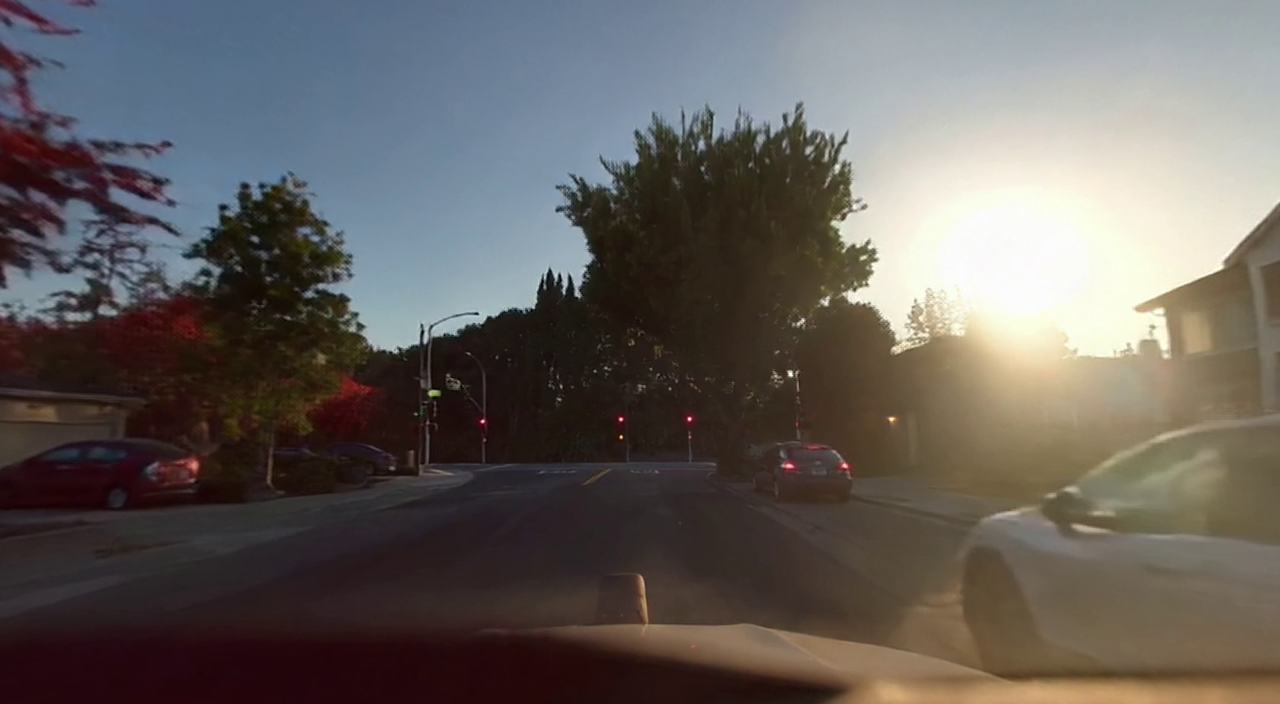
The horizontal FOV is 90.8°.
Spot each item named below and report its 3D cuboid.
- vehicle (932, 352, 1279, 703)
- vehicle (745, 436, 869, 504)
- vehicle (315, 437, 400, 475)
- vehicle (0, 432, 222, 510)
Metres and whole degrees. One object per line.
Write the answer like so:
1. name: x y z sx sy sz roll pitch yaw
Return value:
1. vehicle: 3.089 0.838 2.248 2.037 1.595 4.536 0 -8 2
2. vehicle: 4.091 2.954 16.370 2.065 1.478 4.828 0 -8 2
3. vehicle: -13.313 4.927 30.057 2.003 1.637 4.297 0 -8 0
4. vehicle: -13.632 3.001 16.192 4.379 1.822 2.038 -1 -8 3
